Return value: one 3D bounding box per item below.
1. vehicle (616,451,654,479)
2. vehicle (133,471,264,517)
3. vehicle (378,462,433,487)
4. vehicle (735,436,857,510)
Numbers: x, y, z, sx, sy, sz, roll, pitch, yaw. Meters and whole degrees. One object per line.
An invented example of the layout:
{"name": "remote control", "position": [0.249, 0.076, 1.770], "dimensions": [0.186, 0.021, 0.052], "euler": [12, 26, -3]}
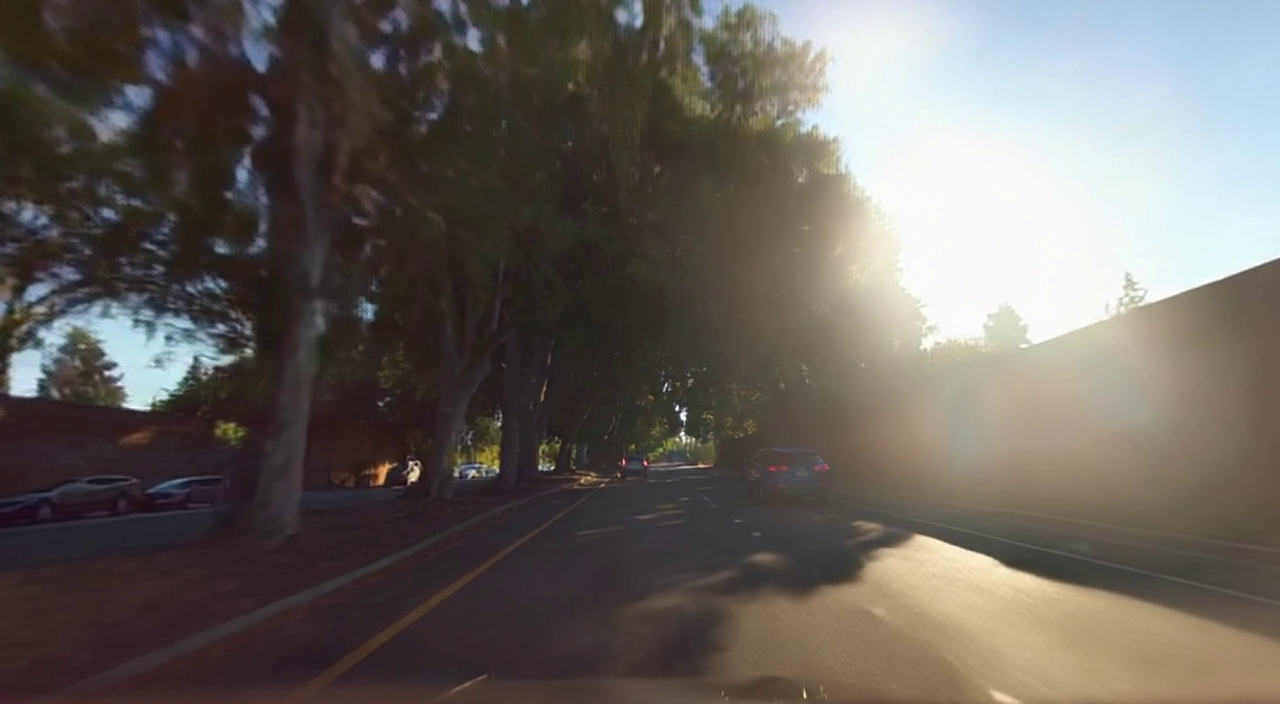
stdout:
{"name": "vehicle", "position": [-0.345, 7.560, 42.250], "dimensions": [2.391, 1.739, 3.837], "euler": [0, -10, 0]}
{"name": "vehicle", "position": [-17.256, 5.543, 25.031], "dimensions": [2.012, 1.597, 4.366], "euler": [-1, -10, 0]}
{"name": "vehicle", "position": [-17.319, 9.038, 46.857], "dimensions": [2.184, 1.697, 4.826], "euler": [-1, -10, 0]}
{"name": "vehicle", "position": [4.101, 3.299, 17.505], "dimensions": [2.155, 1.752, 4.456], "euler": [0, -10, -1]}
